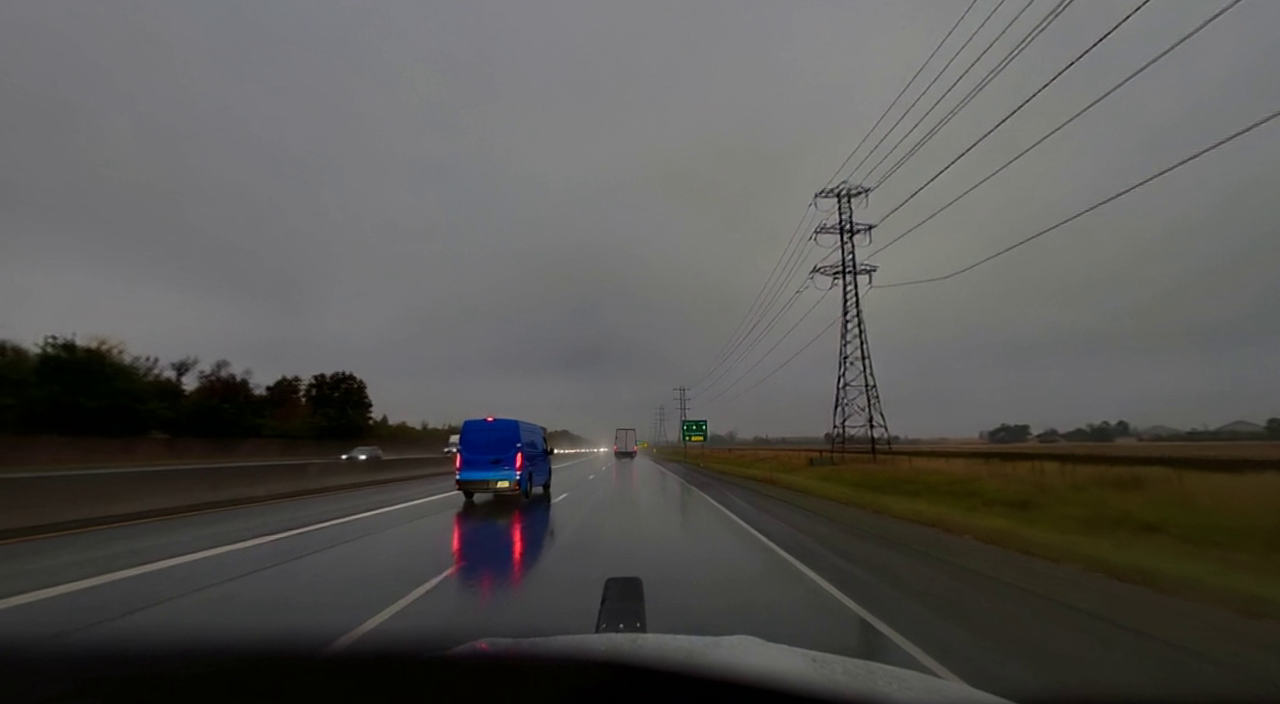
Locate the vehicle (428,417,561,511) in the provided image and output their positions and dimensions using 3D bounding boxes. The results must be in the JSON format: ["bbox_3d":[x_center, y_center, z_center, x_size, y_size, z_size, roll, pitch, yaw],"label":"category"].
[{"bbox_3d":[-3.444,2.804,16.193,2.197,2.011,5.130,0,-9,0],"label":"vehicle"}]
